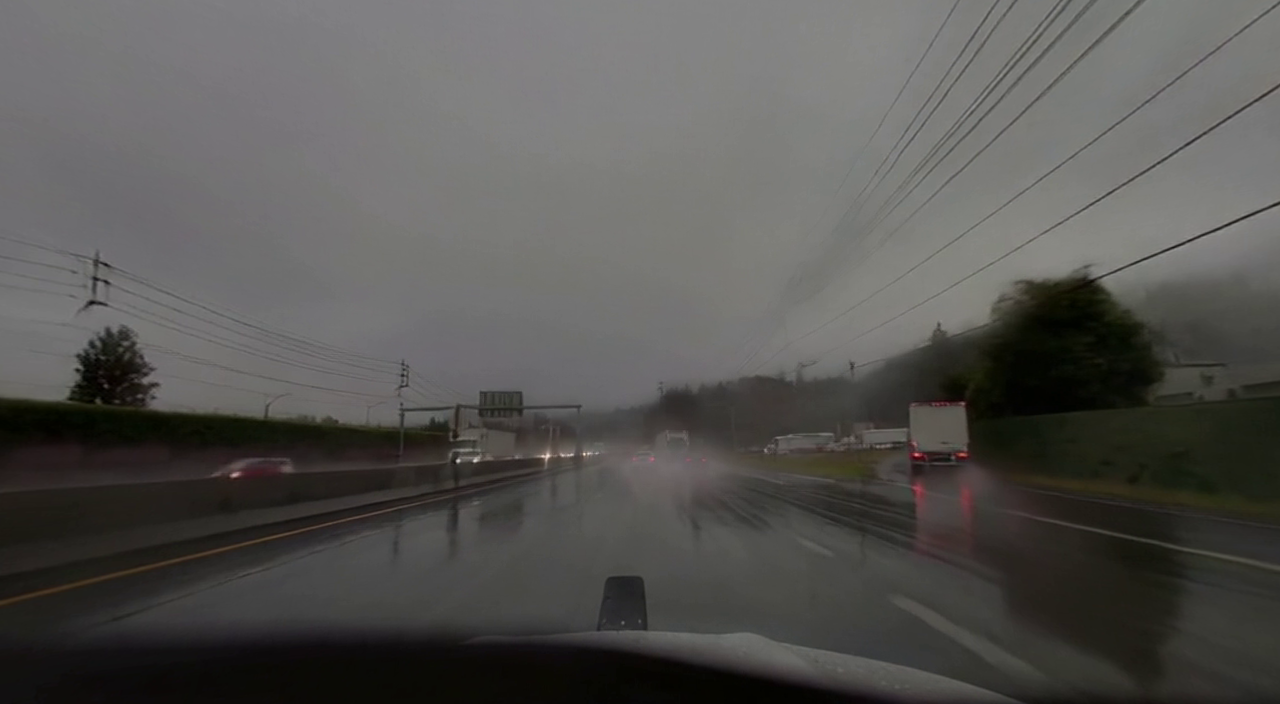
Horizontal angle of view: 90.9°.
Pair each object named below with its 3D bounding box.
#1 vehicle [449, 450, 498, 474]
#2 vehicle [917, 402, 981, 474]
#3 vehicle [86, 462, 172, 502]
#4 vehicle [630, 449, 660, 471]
[{"bbox_3d":[-11.231,7.423,42.863,1.950,1.505,4.757,0,-9,1],"label":"vehicle"},{"bbox_3d":[20.922,5.947,43.028,3.327,4.408,8.189,-4,-10,24],"label":"vehicle"},{"bbox_3d":[-33.418,8.454,41.481,2.029,2.231,6.297,3,-9,-17],"label":"vehicle"},{"bbox_3d":[0.383,8.072,47.291,2.111,1.599,3.859,0,-9,1],"label":"vehicle"}]
